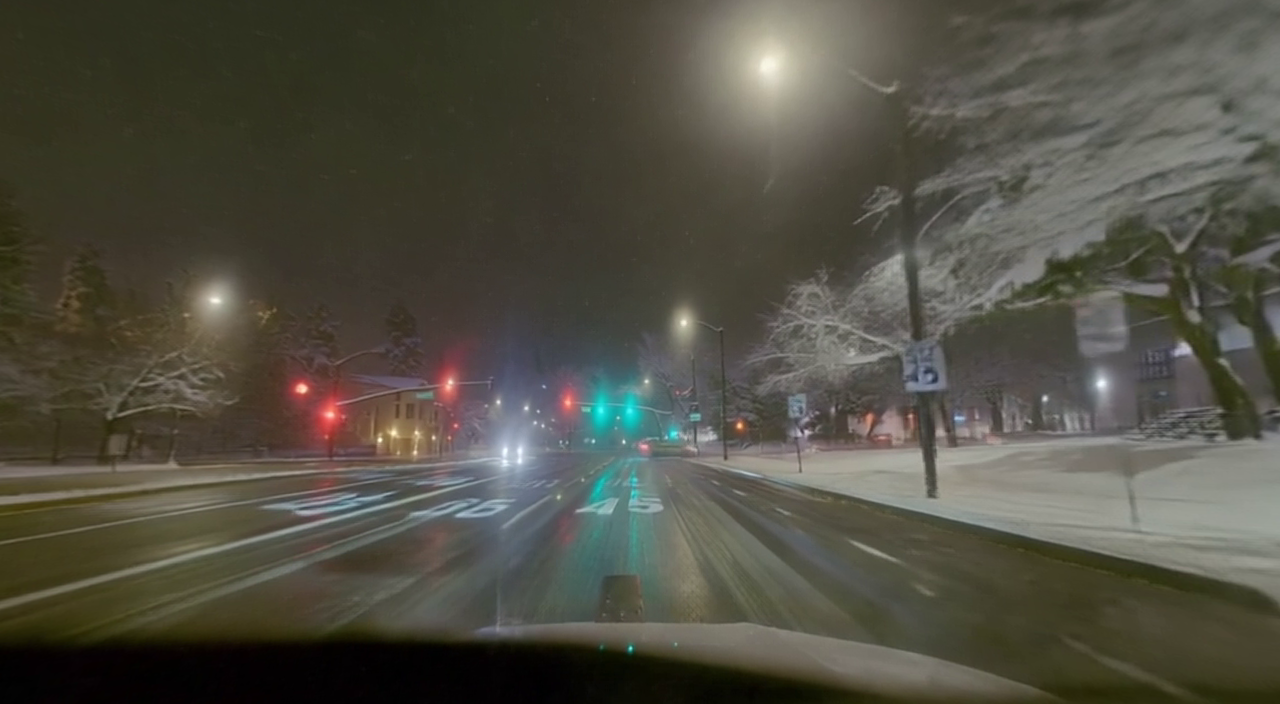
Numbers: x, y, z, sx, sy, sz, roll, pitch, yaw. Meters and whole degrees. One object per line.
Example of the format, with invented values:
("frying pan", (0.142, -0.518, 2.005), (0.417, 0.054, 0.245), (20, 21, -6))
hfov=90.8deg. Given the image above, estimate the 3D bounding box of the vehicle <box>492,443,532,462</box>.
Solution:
("vehicle", (-9.777, 7.730, 48.671), (2.089, 1.390, 4.555), (0, -8, 1))
